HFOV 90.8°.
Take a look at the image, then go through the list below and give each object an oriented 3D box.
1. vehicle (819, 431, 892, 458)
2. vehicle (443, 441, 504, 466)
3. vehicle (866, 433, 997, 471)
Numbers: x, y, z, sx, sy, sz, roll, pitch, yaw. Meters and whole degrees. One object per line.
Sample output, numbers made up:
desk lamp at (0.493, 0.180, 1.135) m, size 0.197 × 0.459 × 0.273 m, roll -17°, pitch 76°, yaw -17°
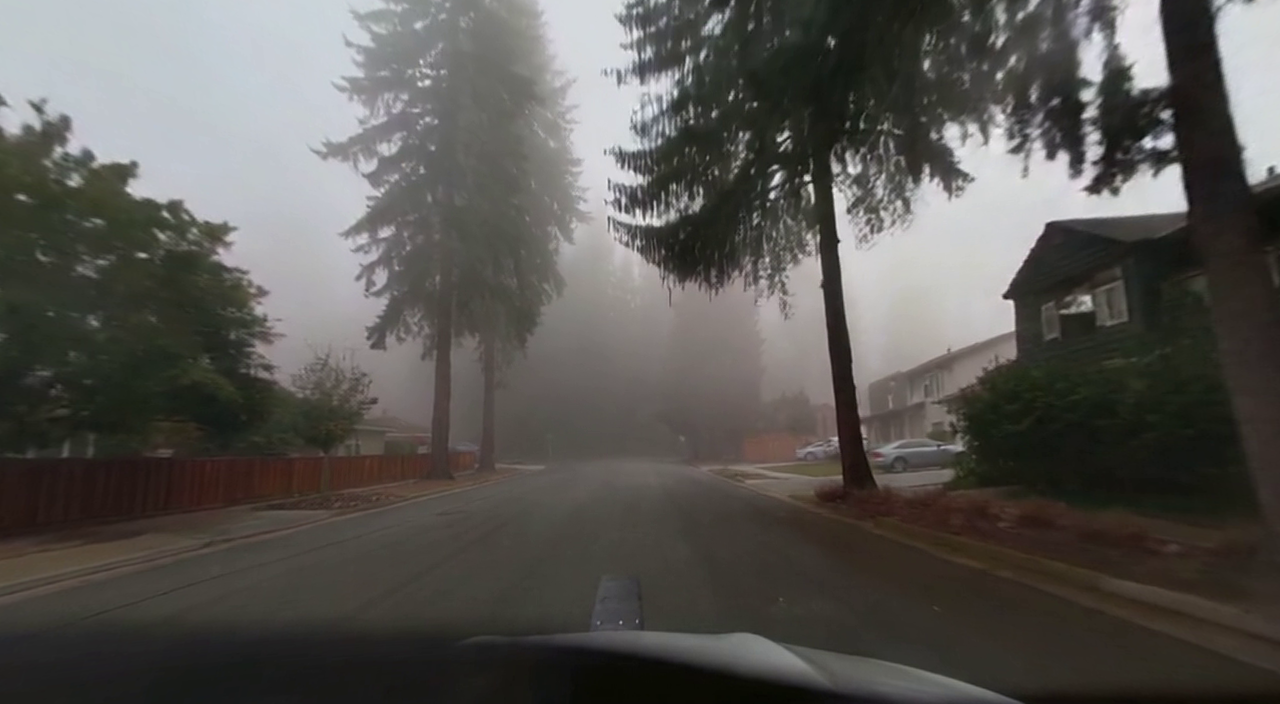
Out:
vehicle at (14.287, 6.181, 42.124) m, size 4.261 × 1.725 × 1.955 m, roll -2°, pitch -8°, yaw 11°
vehicle at (-12.741, 7.727, 48.252) m, size 4.656 × 1.835 × 2.039 m, roll -7°, pitch -11°, yaw 37°
vehicle at (11.751, 4.066, 25.711) m, size 4.415 × 1.457 × 1.797 m, roll 0°, pitch -9°, yaw 1°
